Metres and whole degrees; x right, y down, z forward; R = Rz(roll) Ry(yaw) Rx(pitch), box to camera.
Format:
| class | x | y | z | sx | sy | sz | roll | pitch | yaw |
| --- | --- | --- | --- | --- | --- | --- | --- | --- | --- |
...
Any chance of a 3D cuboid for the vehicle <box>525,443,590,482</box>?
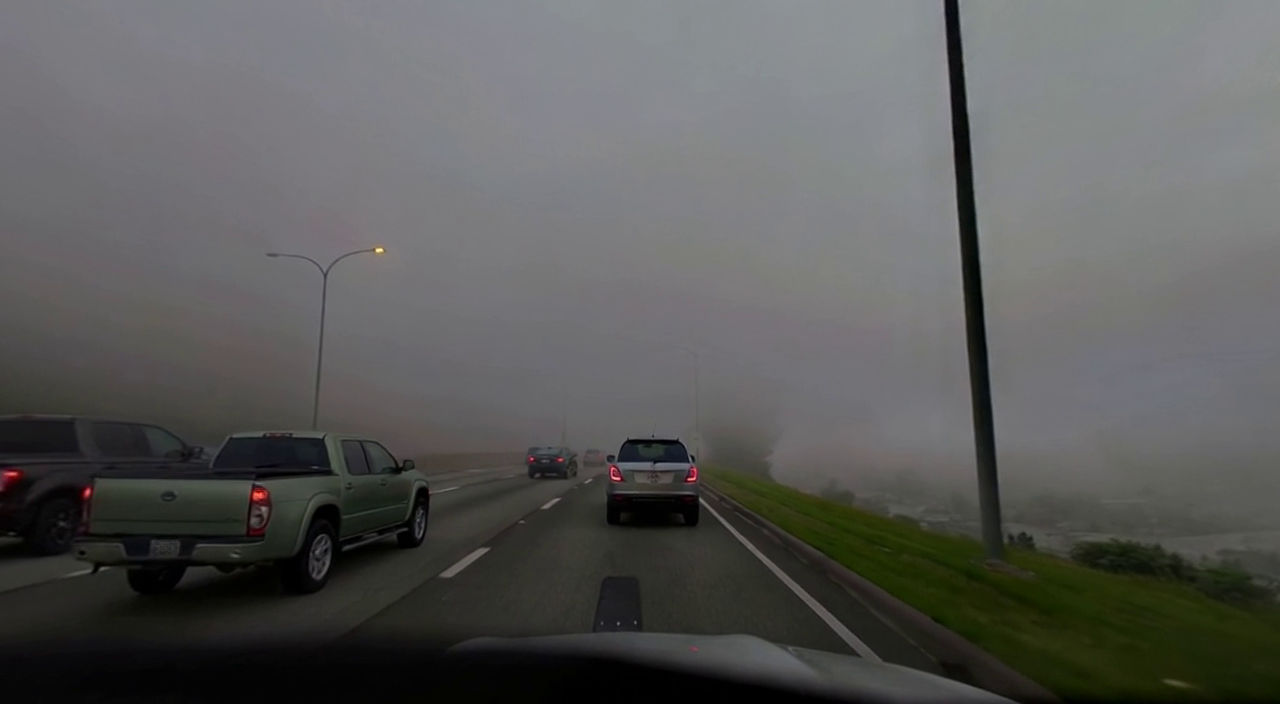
| class | x | y | z | sx | sy | sz | roll | pitch | yaw |
| --- | --- | --- | --- | --- | --- | --- | --- | --- | --- |
| vehicle | -3.289 | 4.490 | 26.004 | 1.868 | 1.470 | 4.105 | -1 | -9 | 4 |

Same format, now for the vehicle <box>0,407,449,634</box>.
| class | x | y | z | sx | sy | sz | roll | pitch | yaw |
| --- | --- | --- | --- | --- | --- | --- | --- | --- | --- |
| vehicle | -3.957 | 1.603 | 7.027 | 2.076 | 1.688 | 4.334 | -1 | -9 | 3 |

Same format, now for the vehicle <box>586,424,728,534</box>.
| class | x | y | z | sx | sy | sz | roll | pitch | yaw |
| --- | --- | --- | --- | --- | --- | --- | --- | --- | --- |
| vehicle | 0.290 | 2.357 | 12.287 | 2.235 | 1.716 | 4.435 | 0 | -9 | 1 |

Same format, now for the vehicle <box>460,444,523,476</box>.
| class | x | y | z | sx | sy | sz | roll | pitch | yaw |
| --- | --- | --- | --- | --- | --- | --- | --- | --- | --- |
| vehicle | -7.276 | 5.334 | 31.470 | 1.856 | 1.459 | 4.251 | -1 | -9 | 4 |
